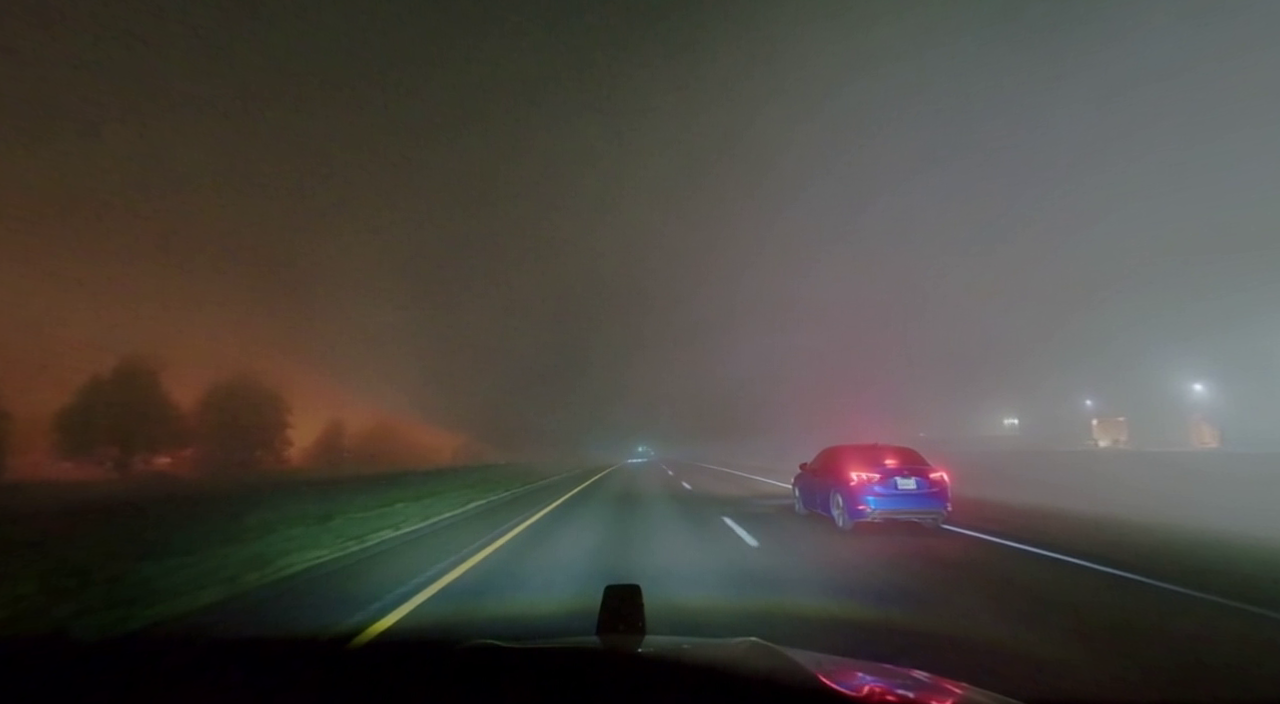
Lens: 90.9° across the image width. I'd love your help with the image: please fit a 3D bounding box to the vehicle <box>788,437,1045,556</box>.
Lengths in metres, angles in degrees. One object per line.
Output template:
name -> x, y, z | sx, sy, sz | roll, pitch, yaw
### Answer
vehicle -> 4.103, 2.207, 10.502 | 2.053, 1.490, 4.799 | 0, -8, -1
